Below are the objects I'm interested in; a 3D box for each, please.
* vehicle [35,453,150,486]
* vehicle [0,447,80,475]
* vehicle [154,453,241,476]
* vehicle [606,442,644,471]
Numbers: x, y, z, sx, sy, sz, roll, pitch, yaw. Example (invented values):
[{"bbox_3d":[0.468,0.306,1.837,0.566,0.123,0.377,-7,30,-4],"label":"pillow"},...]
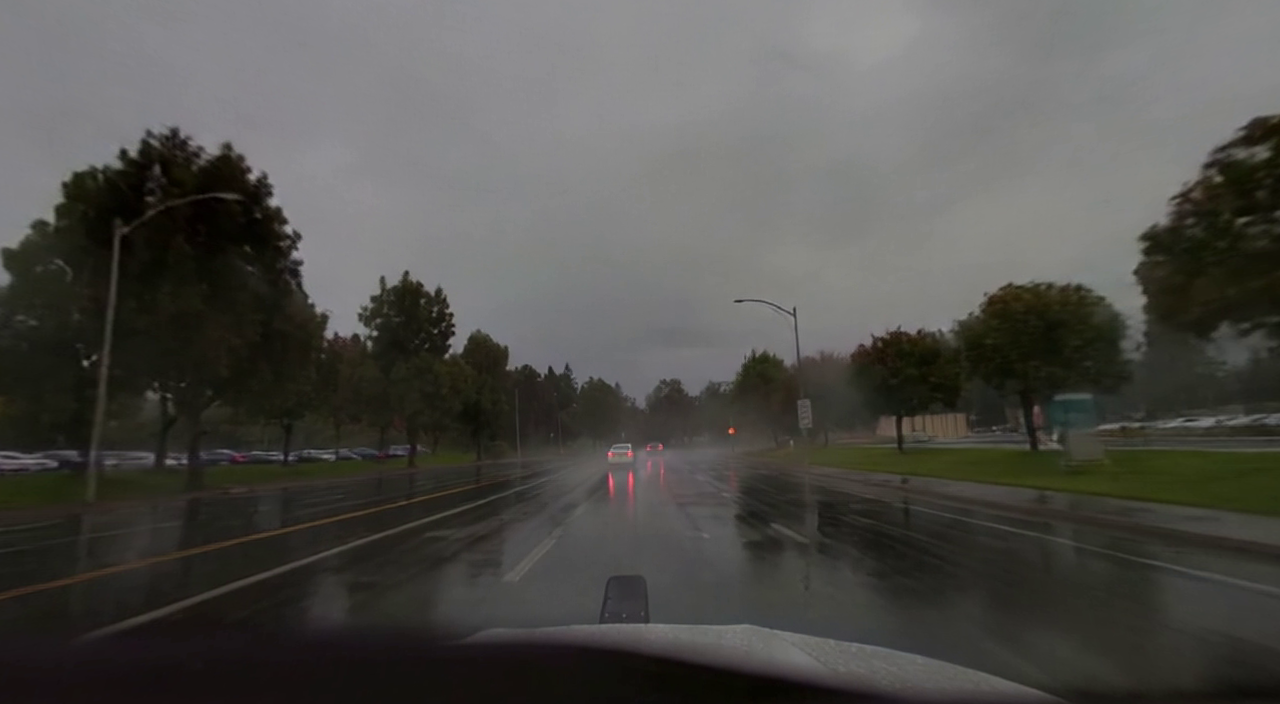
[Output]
[{"bbox_3d":[-30.261,6.493,34.979,4.577,1.467,1.955,-3,-9,-1],"label":"vehicle"},{"bbox_3d":[-43.591,7.808,45.334,4.608,1.889,2.148,-1,-8,2],"label":"vehicle"},{"bbox_3d":[-29.930,7.623,42.737,4.468,1.471,1.879,-1,-8,1],"label":"vehicle"},{"bbox_3d":[-0.805,5.713,34.748,1.978,1.499,3.915,0,-8,0],"label":"vehicle"}]
